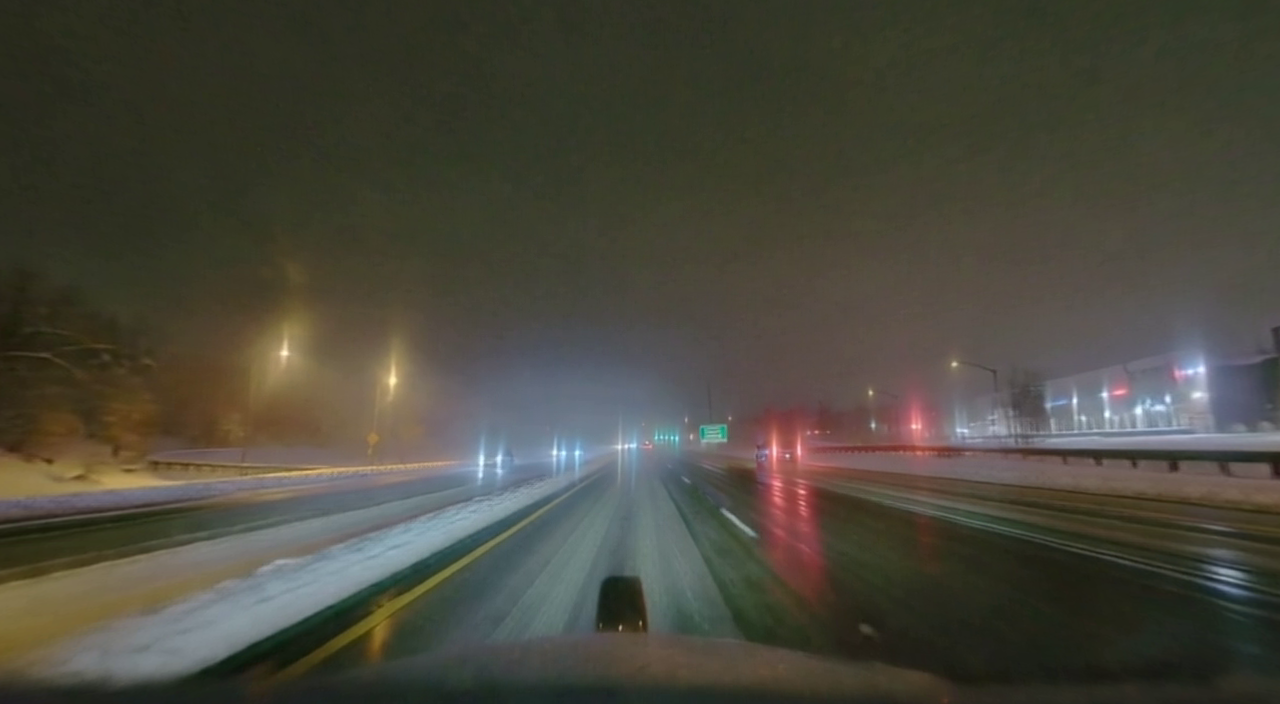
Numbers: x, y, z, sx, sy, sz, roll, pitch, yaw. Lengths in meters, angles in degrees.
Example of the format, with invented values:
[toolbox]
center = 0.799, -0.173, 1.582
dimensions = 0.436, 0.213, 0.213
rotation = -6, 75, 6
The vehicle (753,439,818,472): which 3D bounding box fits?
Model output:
[vehicle]
center = 7.338, 5.297, 32.316
dimensions = 2.079, 1.518, 5.032
rotation = 0, -8, -1
